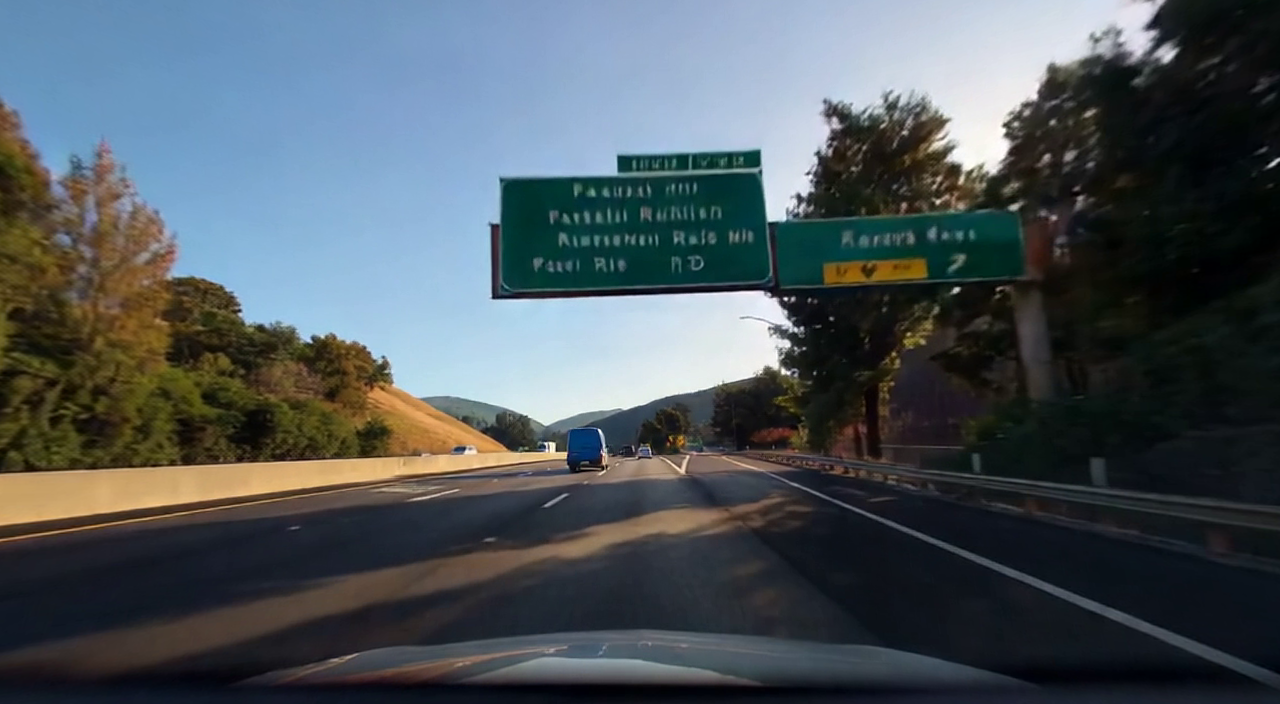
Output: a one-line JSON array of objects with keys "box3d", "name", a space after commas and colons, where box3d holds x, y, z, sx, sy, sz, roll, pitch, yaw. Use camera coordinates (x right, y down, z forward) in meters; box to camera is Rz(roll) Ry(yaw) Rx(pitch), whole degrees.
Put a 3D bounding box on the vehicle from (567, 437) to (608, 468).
[{"box3d": [-3.233, 6.289, 39.433, 2.169, 1.849, 4.639, 0, -8, 0], "name": "vehicle"}]
